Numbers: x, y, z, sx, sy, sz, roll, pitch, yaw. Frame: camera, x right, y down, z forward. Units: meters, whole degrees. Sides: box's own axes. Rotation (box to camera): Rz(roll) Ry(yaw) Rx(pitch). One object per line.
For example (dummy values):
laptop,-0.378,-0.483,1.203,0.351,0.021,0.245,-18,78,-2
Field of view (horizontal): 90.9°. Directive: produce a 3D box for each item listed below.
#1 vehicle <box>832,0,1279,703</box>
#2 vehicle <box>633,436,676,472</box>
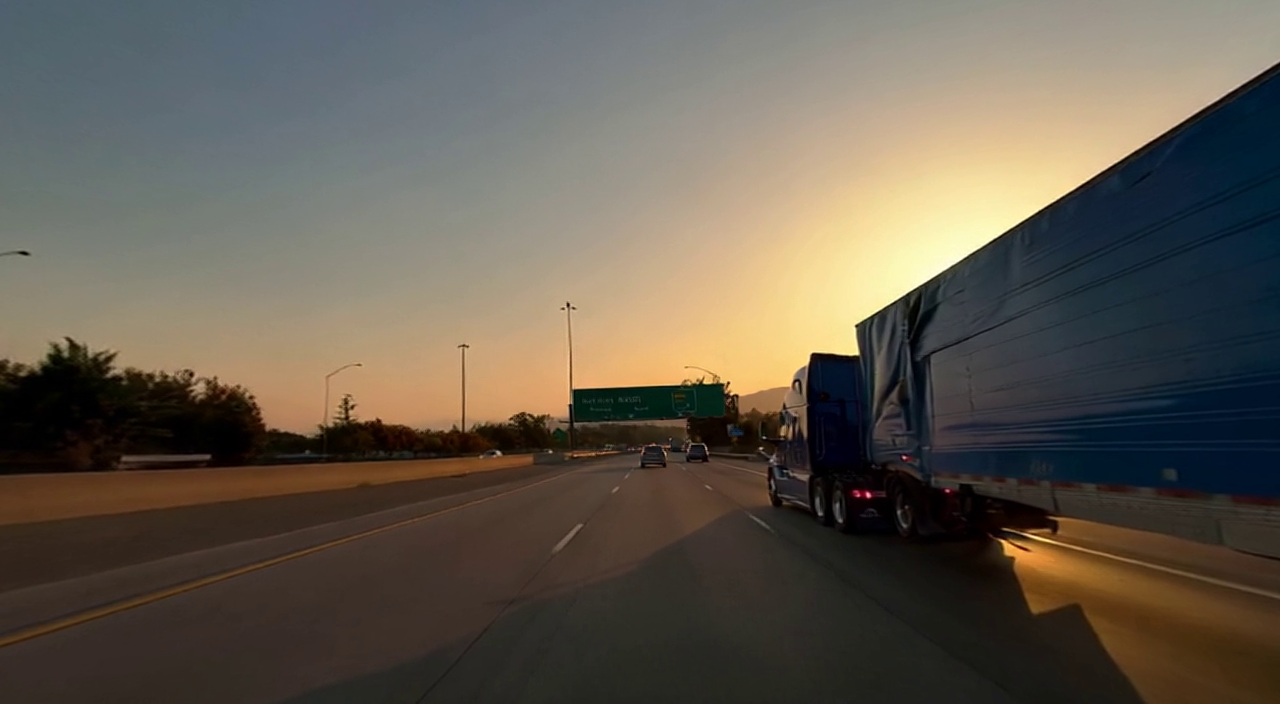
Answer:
vehicle,4.184,-0.580,0.903,3.019,4.145,16.453,0,-8,1
vehicle,0.778,5.605,34.770,2.205,1.860,4.301,0,-8,0
